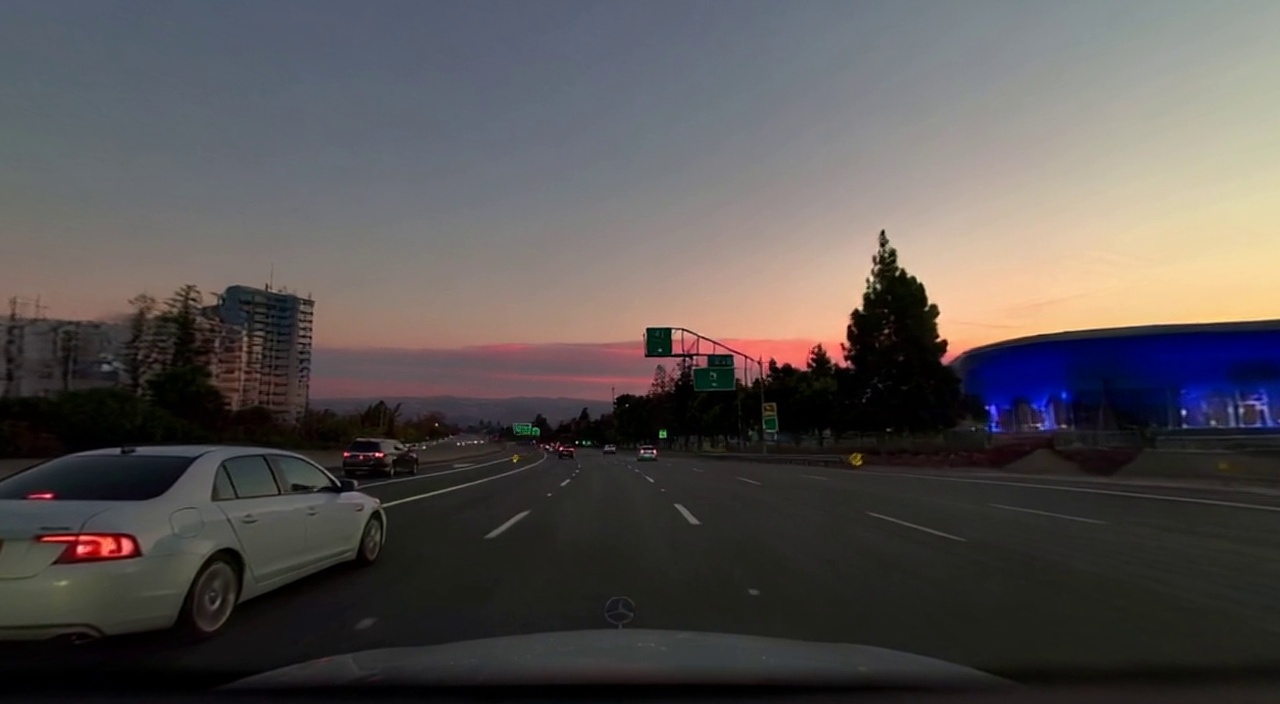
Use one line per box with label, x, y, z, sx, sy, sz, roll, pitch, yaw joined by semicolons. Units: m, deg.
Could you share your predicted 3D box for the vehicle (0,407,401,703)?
vehicle;-3.905;1.337;5.383;2.018;1.476;4.364;0;-8;0
